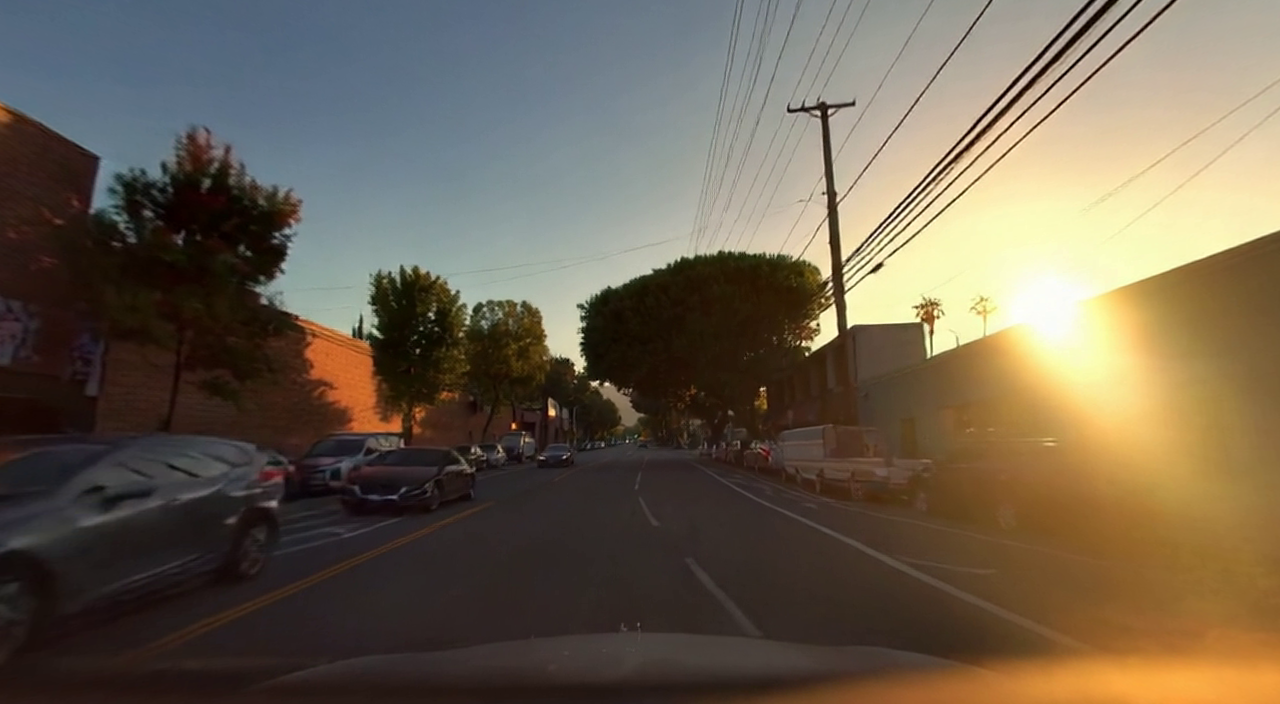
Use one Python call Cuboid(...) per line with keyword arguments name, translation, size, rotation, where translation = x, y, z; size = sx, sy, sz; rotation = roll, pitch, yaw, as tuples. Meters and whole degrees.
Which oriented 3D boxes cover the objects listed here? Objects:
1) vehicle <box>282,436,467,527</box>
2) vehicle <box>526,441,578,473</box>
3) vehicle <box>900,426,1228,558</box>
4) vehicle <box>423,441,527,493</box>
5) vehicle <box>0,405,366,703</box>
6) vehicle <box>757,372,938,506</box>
Cuboid(name="vehicle", translation=(-5.062, 2.505, 12.849), size=(1.807, 1.494, 4.464), rotation=(0, -8, 0))
Cuboid(name="vehicle", translation=(-4.354, 5.250, 31.882), size=(1.925, 1.479, 4.444), rotation=(0, -8, 1))
Cuboid(name="vehicle", translation=(6.346, 2.090, 10.240), size=(1.963, 1.646, 4.204), rotation=(1, -9, -9))
Cuboid(name="vehicle", translation=(-5.068, 3.581, 20.091), size=(1.845, 1.469, 4.413), rotation=(-1, -8, 4))
Cuboid(name="vehicle", translation=(-3.908, 1.252, 4.517), size=(2.050, 1.505, 4.219), rotation=(0, -8, -1))
Cuboid(name="vehicle", translation=(5.672, 2.621, 19.010), size=(2.815, 3.203, 7.558), rotation=(0, -8, 0))
